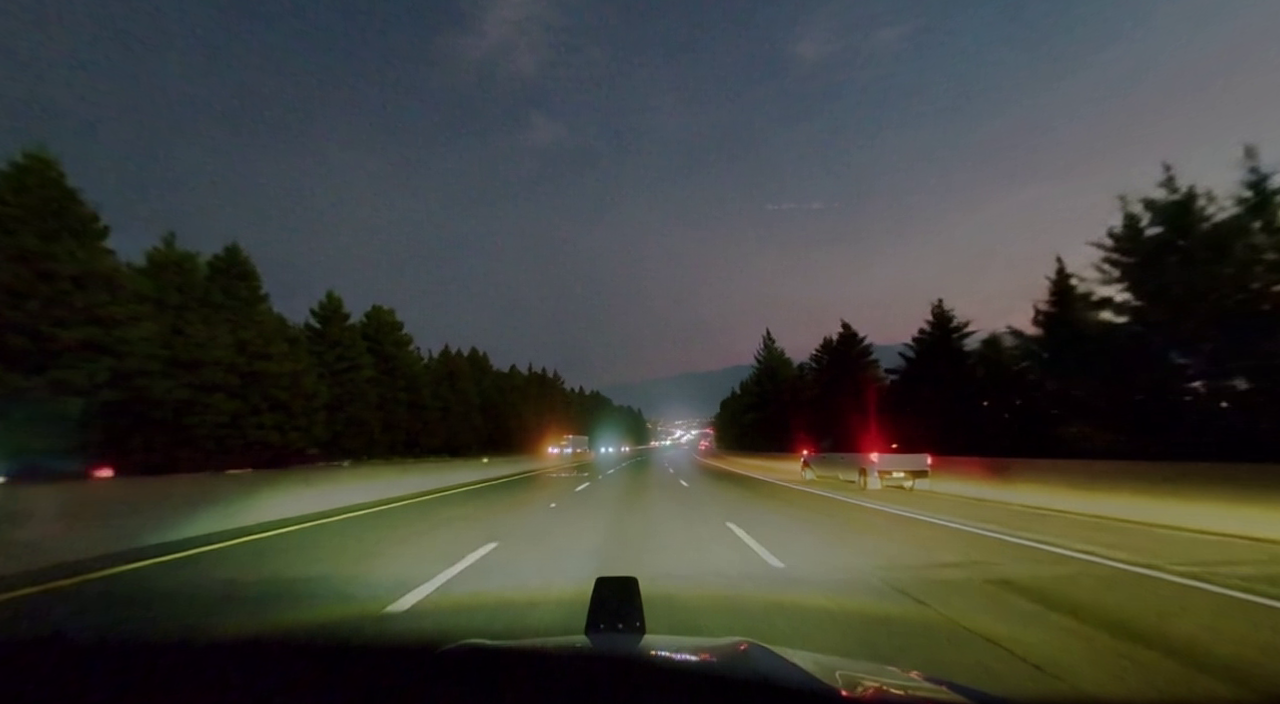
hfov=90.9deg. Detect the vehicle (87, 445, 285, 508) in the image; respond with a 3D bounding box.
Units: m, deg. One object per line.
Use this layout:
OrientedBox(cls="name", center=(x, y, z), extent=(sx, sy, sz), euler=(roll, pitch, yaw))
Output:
OrientedBox(cls="vehicle", center=(-11.966, 3.277, 17.080), extent=(2.024, 1.464, 4.388), euler=(0, -9, 1))
